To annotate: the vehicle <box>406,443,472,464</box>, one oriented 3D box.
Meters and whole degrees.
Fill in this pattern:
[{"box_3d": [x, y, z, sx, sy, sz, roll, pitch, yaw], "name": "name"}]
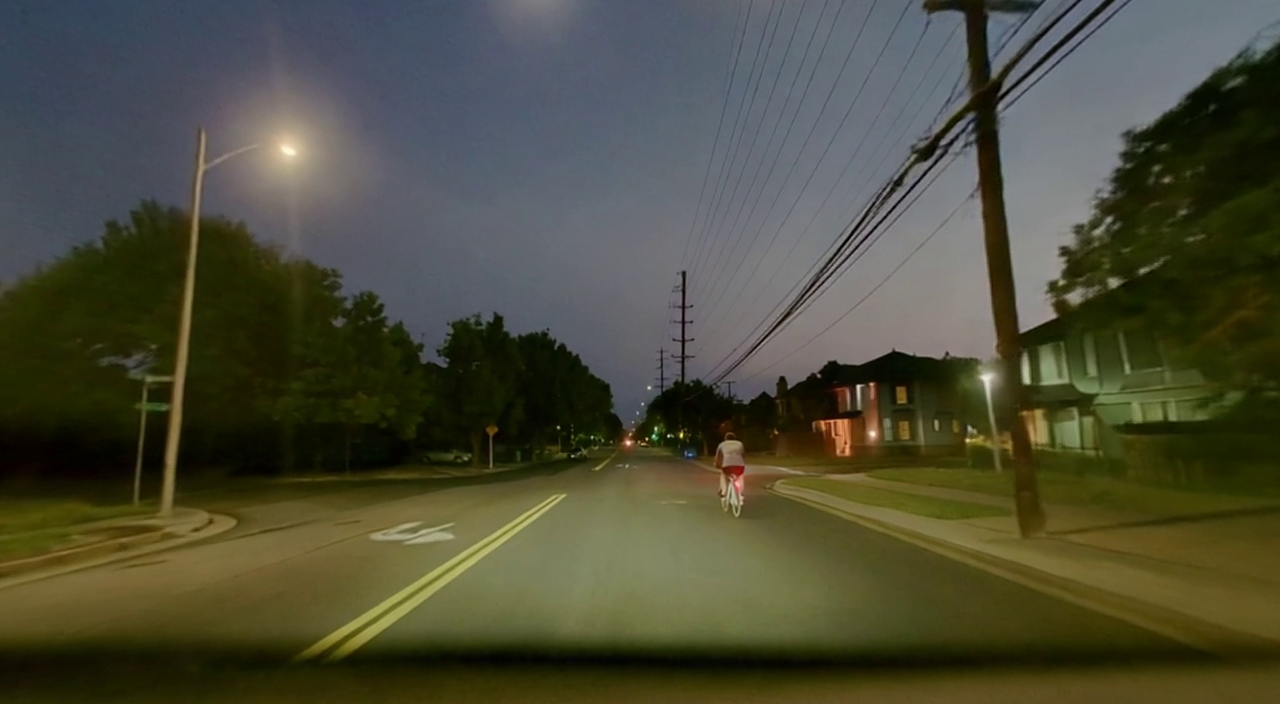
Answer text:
[{"box_3d": [-14.472, 7.321, 45.597, 4.143, 1.480, 1.755, 0, -8, -2], "name": "vehicle"}]
